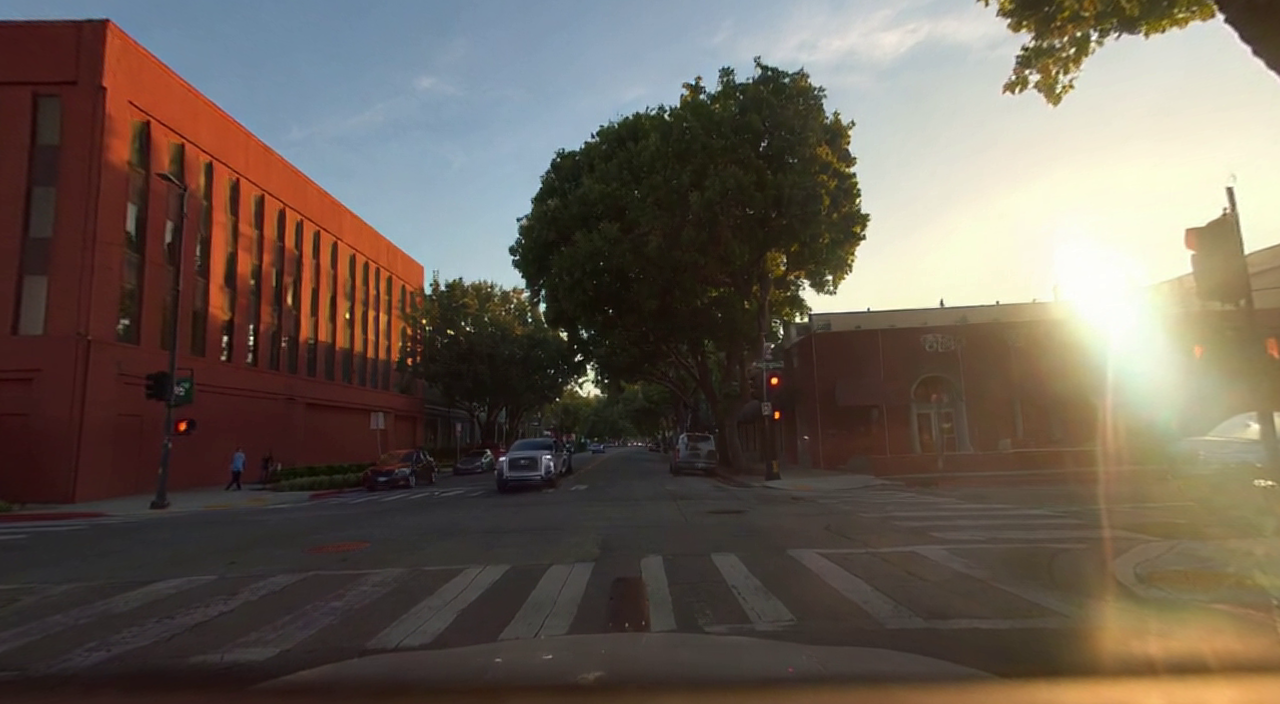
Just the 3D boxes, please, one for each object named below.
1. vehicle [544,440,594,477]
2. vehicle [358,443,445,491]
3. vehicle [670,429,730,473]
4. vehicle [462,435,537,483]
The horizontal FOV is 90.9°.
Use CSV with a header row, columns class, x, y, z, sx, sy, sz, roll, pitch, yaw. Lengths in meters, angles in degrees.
class,x,y,z,sx,sy,sz,roll,pitch,yaw
vehicle,-3.282,4.976,29.793,2.033,1.596,4.142,0,-8,-2
vehicle,-9.907,4.768,26.600,2.216,1.804,4.526,1,-8,-5
vehicle,3.097,5.326,34.089,2.557,2.188,5.164,0,-8,-2
vehicle,-5.975,4.613,27.461,2.242,1.887,4.924,0,-8,-2
